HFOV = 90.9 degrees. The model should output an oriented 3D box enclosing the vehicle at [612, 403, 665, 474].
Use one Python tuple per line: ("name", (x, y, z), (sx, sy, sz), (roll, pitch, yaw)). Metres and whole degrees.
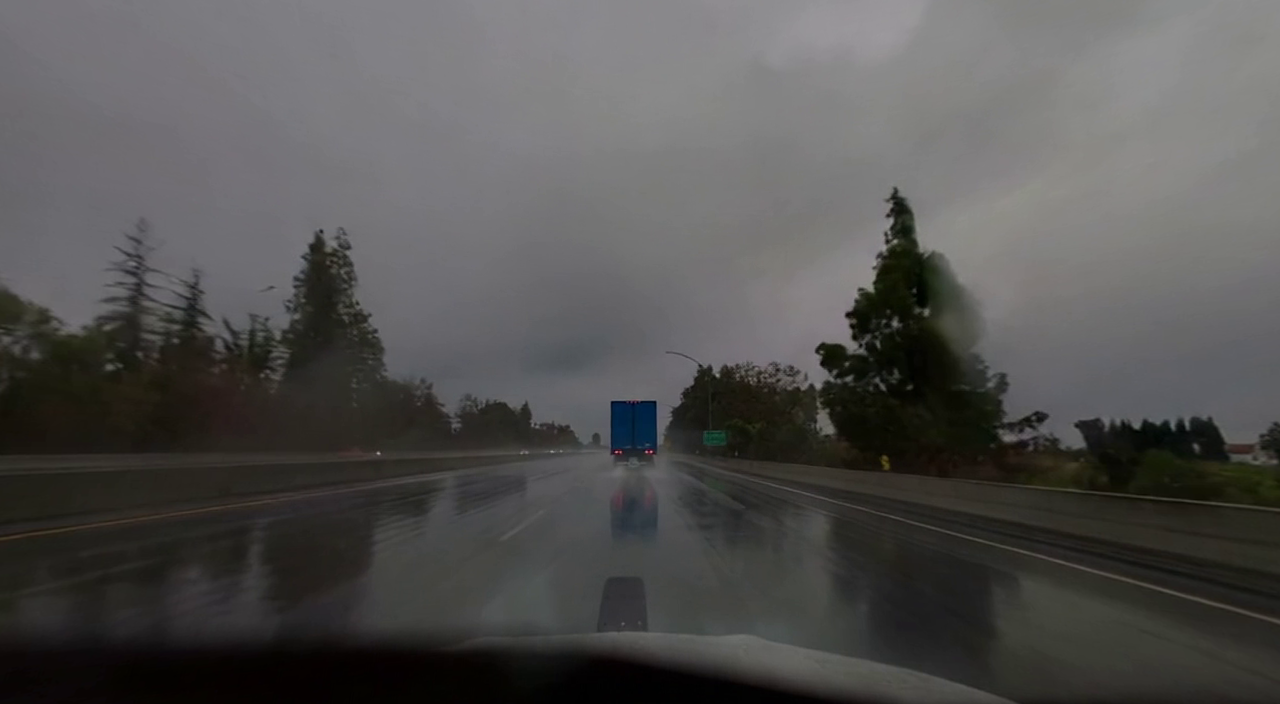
("vehicle", (-0.134, 5.731, 41.014), (2.982, 3.947, 11.075), (0, -9, -1))
